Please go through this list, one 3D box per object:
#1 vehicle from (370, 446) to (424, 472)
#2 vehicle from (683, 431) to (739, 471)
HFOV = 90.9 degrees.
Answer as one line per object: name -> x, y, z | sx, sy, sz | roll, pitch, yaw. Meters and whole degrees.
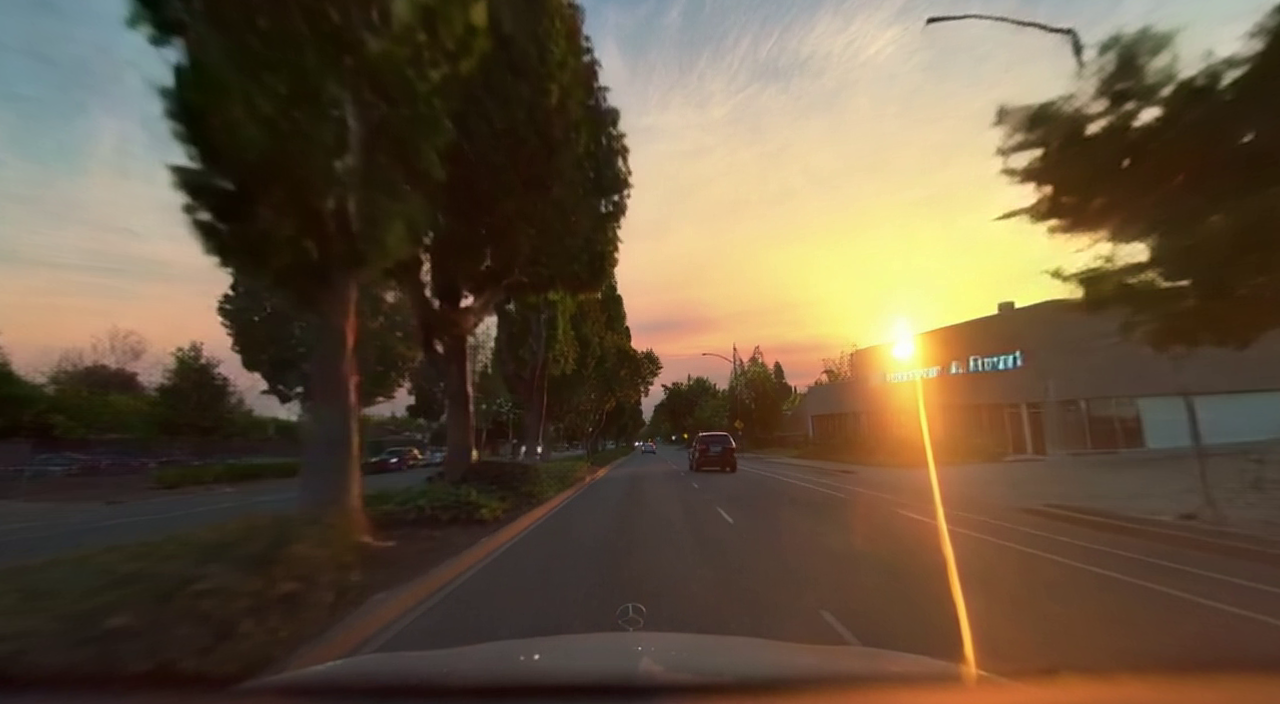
vehicle -> -16.201, 7.148, 42.315 | 1.848, 1.641, 4.644 | 0, -8, -1
vehicle -> 3.367, 4.793, 30.645 | 2.143, 1.759, 4.378 | 0, -8, -1
